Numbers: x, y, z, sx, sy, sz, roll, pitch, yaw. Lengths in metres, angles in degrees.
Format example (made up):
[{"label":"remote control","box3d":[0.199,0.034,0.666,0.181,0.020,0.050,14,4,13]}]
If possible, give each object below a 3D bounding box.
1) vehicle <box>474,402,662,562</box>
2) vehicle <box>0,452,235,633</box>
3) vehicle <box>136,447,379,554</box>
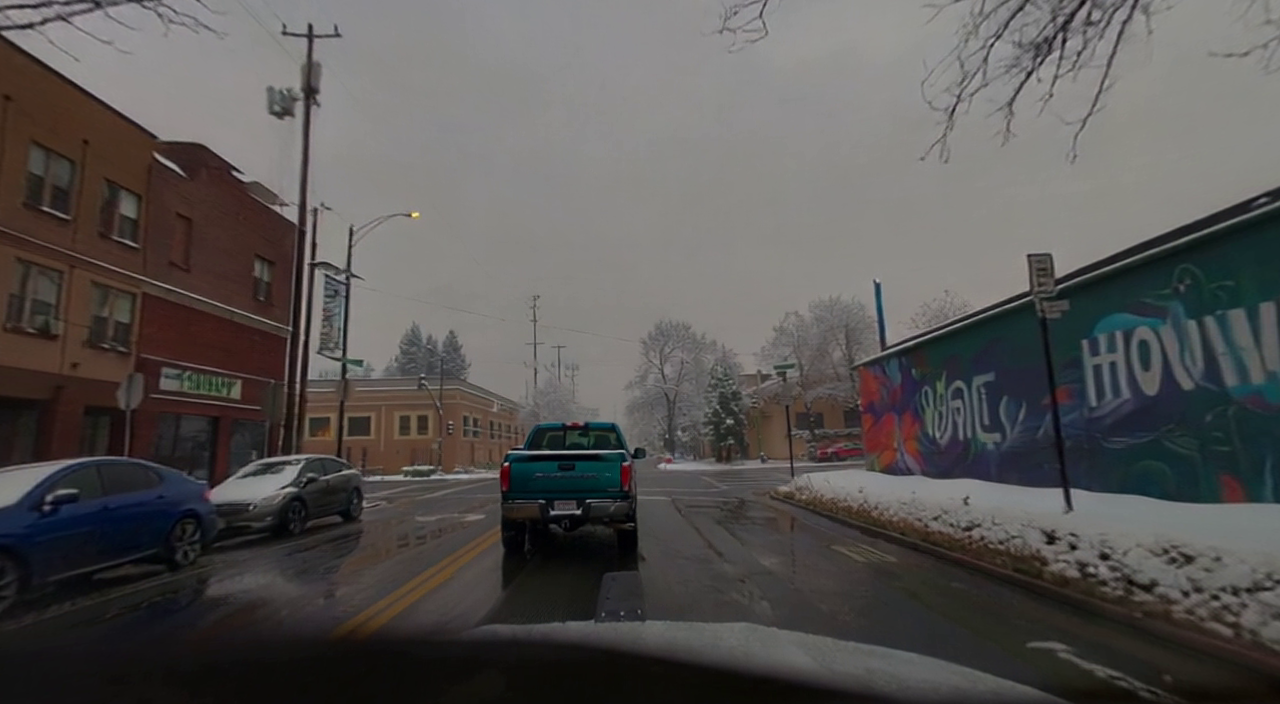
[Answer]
[{"label":"vehicle","box3d":[-0.831,1.884,9.881,2.215,1.882,4.611,0,-8,1]},{"label":"vehicle","box3d":[-7.162,2.065,7.461,1.882,1.686,4.489,0,-8,-2]},{"label":"vehicle","box3d":[-7.434,2.865,13.122,1.884,1.730,5.076,0,-8,0]}]
